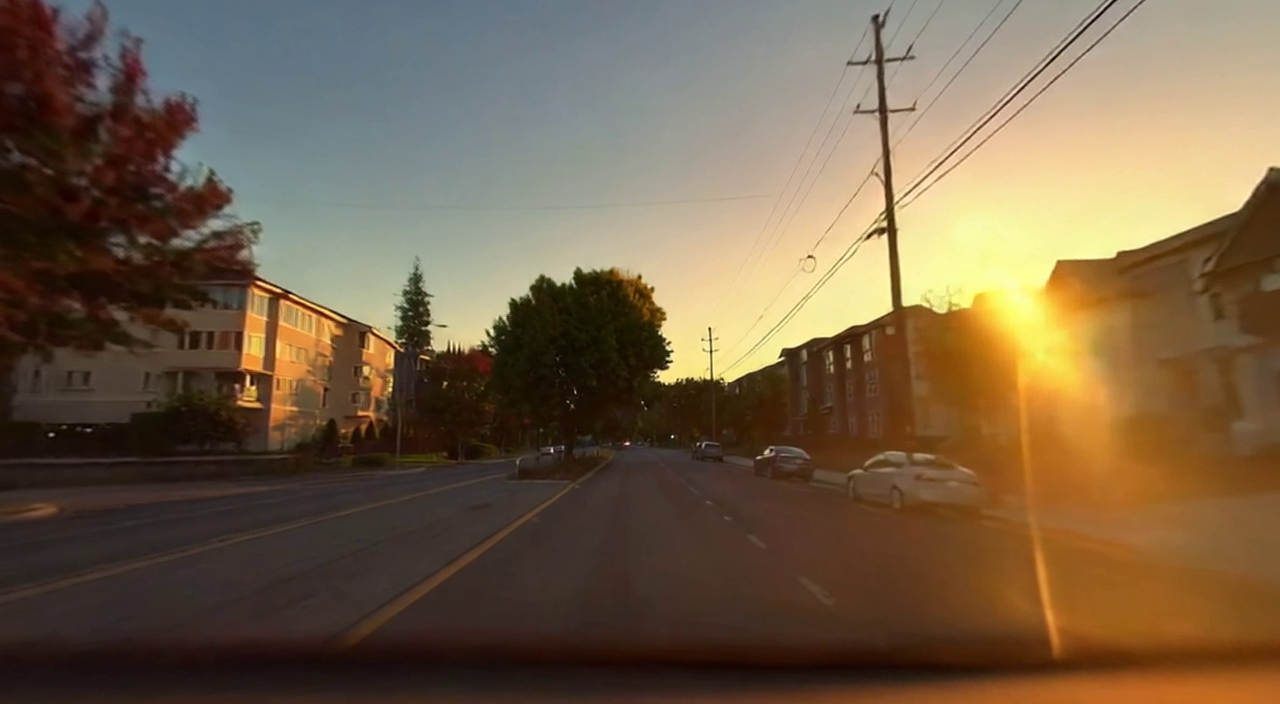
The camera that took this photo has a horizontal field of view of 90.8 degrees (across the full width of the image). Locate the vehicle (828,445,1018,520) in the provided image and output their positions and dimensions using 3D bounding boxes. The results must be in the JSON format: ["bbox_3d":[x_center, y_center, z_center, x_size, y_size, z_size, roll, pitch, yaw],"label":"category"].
[{"bbox_3d":[6.154,2.864,14.587,2.013,1.408,5.011,0,-8,-1],"label":"vehicle"}]

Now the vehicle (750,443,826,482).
[{"bbox_3d":[6.099,4.590,26.661,1.944,1.478,4.885,0,-8,-1],"label":"vehicle"}]
